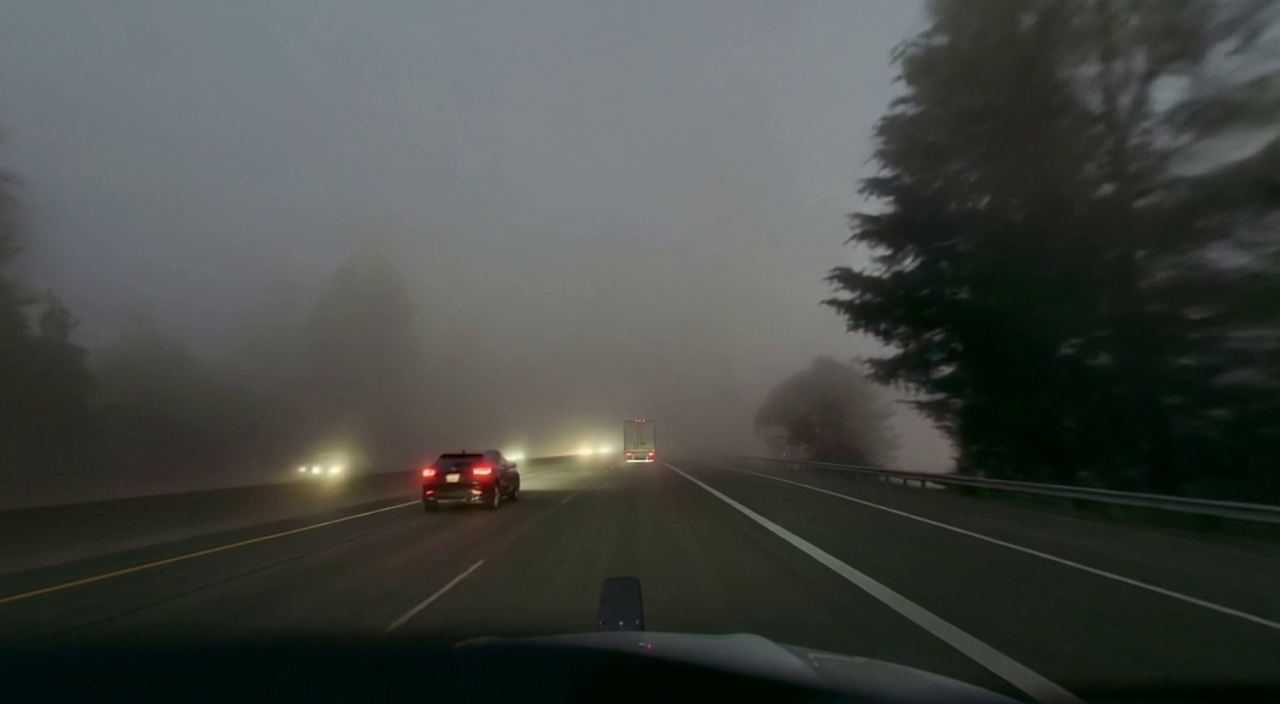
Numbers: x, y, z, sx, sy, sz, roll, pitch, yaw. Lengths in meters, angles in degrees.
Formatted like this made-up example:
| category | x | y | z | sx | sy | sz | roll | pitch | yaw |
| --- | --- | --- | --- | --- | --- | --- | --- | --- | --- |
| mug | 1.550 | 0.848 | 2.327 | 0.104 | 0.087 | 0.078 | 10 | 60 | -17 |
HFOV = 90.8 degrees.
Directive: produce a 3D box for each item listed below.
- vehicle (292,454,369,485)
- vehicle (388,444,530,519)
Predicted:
| category | x | y | z | sx | sy | sz | roll | pitch | yaw |
| --- | --- | --- | --- | --- | --- | --- | --- | --- | --- |
| vehicle | -16.587 | 6.301 | 34.110 | 1.847 | 1.470 | 4.497 | -1 | -9 | 1 |
| vehicle | -3.918 | 2.875 | 14.489 | 1.955 | 1.438 | 4.100 | -1 | -9 | 1 |
